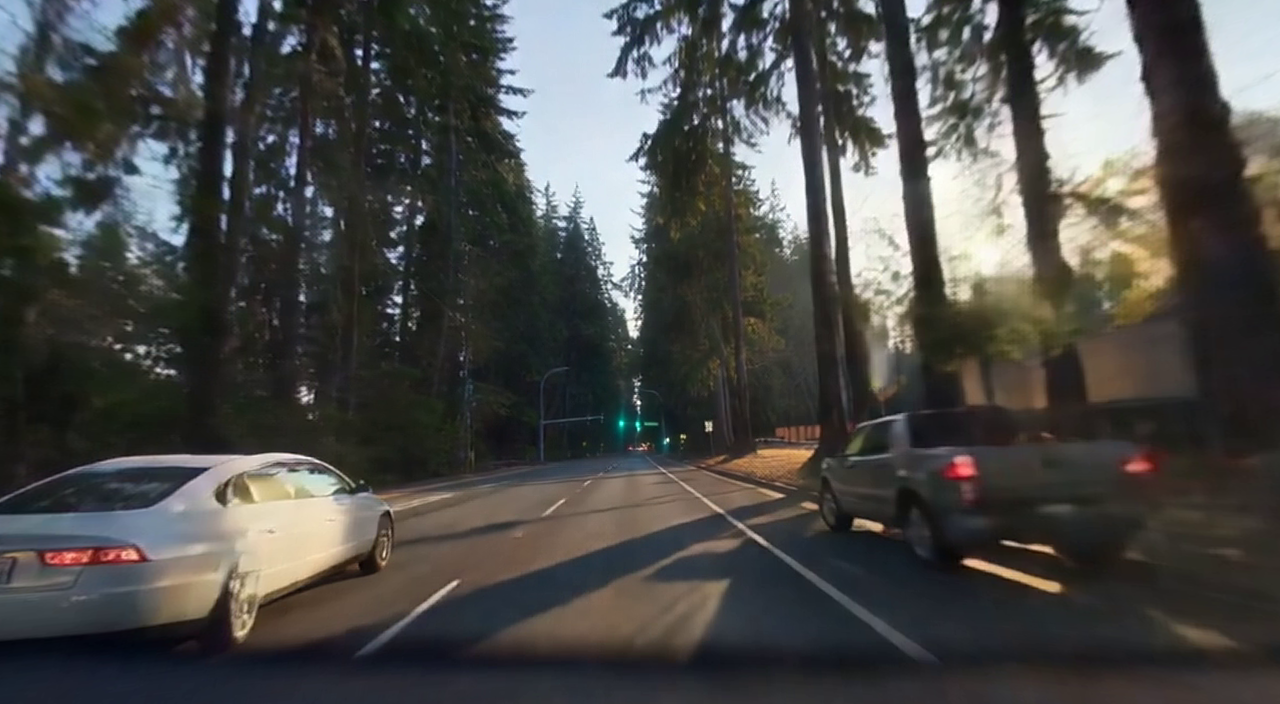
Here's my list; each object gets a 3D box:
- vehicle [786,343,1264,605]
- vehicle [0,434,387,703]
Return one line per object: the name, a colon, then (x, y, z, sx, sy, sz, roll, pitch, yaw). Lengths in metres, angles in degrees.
vehicle: (4.318, 1.604, 9.319, 2.554, 2.388, 6.973, 0, -8, -1)
vehicle: (-3.987, 1.455, 5.331, 1.946, 1.437, 4.154, 0, -8, 0)
